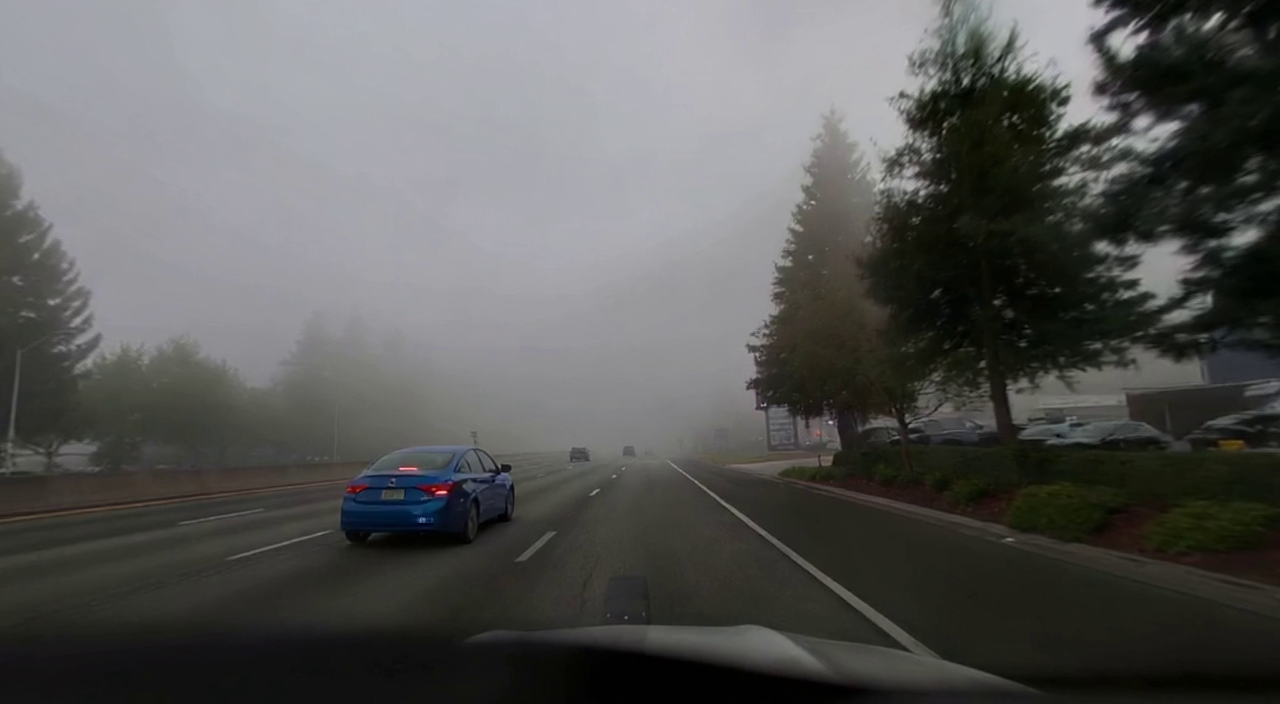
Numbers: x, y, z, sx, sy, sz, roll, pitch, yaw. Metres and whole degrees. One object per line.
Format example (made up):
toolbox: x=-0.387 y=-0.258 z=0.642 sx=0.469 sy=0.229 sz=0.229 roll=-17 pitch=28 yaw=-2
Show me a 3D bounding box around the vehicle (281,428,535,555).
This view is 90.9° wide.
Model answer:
vehicle: x=-3.129 y=1.985 z=9.730 sx=2.152 sy=1.479 sz=4.394 roll=0 pitch=-9 yaw=2
